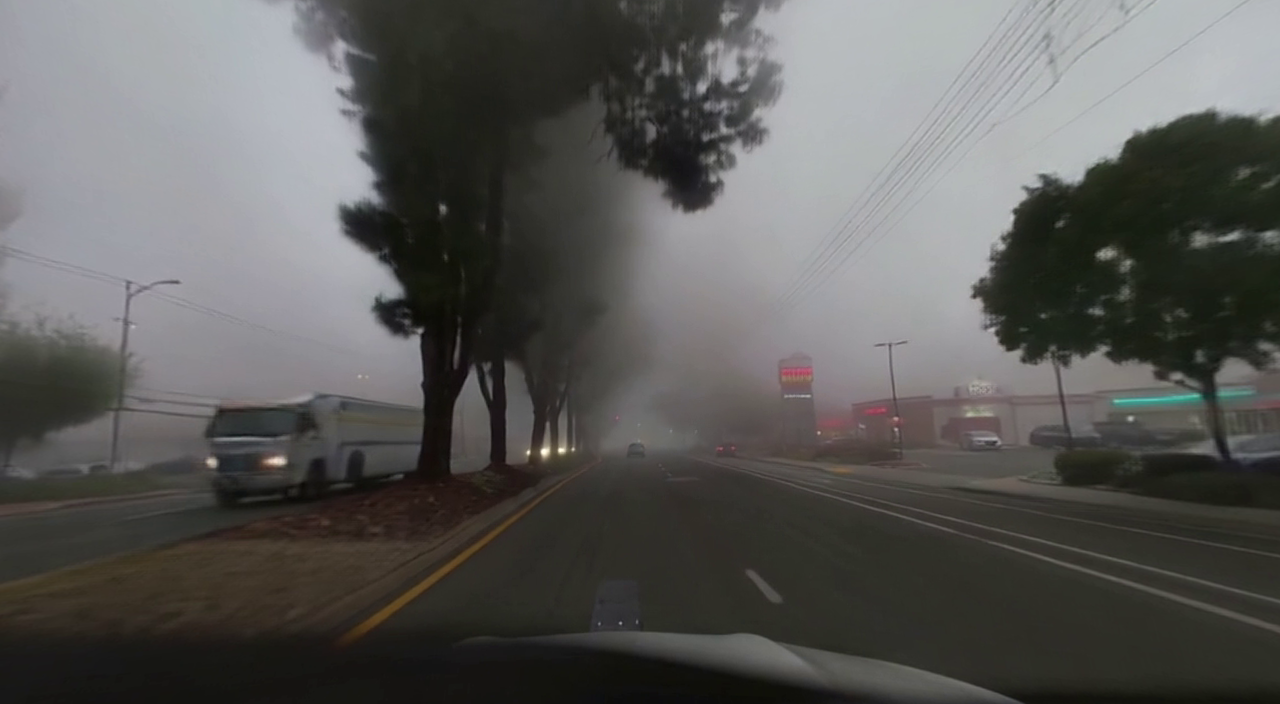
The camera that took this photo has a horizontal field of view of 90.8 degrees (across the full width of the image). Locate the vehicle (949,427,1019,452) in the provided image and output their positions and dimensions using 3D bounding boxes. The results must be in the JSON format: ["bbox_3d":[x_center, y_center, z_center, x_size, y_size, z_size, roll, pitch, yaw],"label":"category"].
[{"bbox_3d":[22.973,5.910,42.380,2.113,1.582,4.559,-1,-9,0],"label":"vehicle"}]

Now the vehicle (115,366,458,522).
[{"bbox_3d":[-8.932,2.774,19.174,3.241,3.133,12.822,0,-8,-1],"label":"vehicle"}]

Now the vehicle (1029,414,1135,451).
[{"bbox_3d":[28.488,5.280,41.038,2.346,2.093,6.071,-2,-8,-1],"label":"vehicle"}]

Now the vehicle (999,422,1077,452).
[{"bbox_3d":[25.437,5.506,40.582,2.012,1.772,4.458,0,-8,0],"label":"vehicle"}]

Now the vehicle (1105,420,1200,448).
[{"bbox_3d":[34.256,5.552,42.439,2.220,1.723,4.883,0,-8,0],"label":"vehicle"}]
